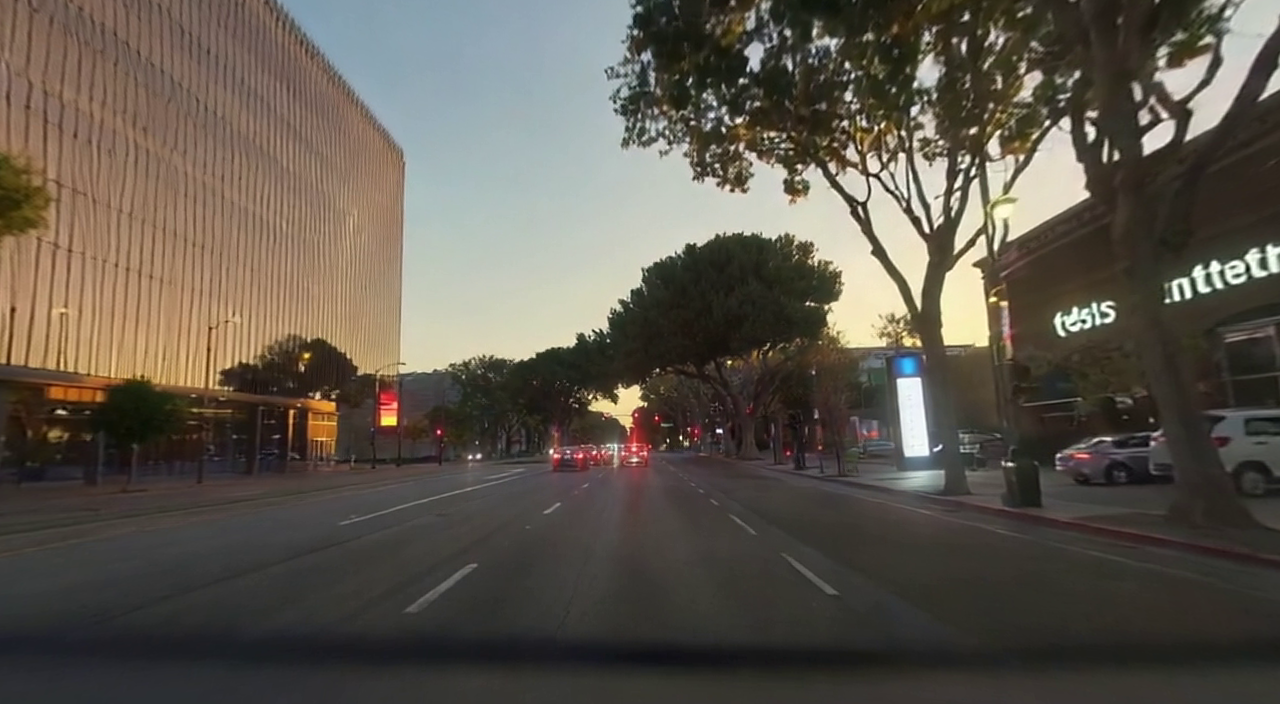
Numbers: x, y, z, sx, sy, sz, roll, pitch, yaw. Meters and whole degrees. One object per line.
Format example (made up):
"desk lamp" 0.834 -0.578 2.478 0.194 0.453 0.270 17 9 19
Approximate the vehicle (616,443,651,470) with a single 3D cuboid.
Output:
"vehicle" -0.377 6.409 38.971 2.042 1.555 3.912 0 -9 0

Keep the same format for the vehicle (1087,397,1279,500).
"vehicle" 13.467 2.023 13.322 6.063 1.949 2.531 0 -9 2

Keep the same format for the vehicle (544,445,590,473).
"vehicle" -3.998 5.937 35.279 2.020 1.457 4.496 0 -9 1
